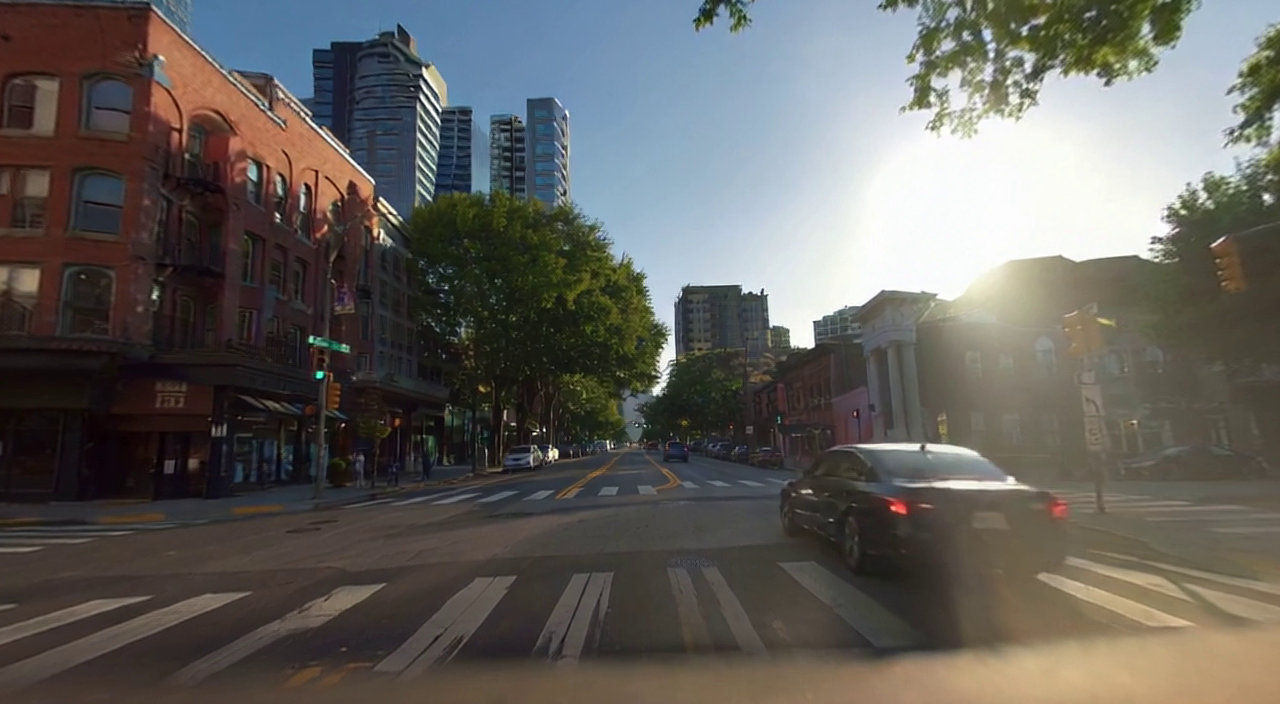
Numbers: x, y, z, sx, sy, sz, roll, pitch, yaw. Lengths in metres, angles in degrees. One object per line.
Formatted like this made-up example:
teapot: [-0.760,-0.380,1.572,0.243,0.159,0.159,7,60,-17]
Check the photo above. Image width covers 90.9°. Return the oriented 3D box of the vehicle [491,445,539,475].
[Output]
vehicle: [-7.231,6.244,36.833,2.127,1.533,4.547,-1,-8,-3]

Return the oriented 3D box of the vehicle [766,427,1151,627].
vehicle: [2.793,1.611,6.809,2.014,1.474,4.090,0,-8,0]
